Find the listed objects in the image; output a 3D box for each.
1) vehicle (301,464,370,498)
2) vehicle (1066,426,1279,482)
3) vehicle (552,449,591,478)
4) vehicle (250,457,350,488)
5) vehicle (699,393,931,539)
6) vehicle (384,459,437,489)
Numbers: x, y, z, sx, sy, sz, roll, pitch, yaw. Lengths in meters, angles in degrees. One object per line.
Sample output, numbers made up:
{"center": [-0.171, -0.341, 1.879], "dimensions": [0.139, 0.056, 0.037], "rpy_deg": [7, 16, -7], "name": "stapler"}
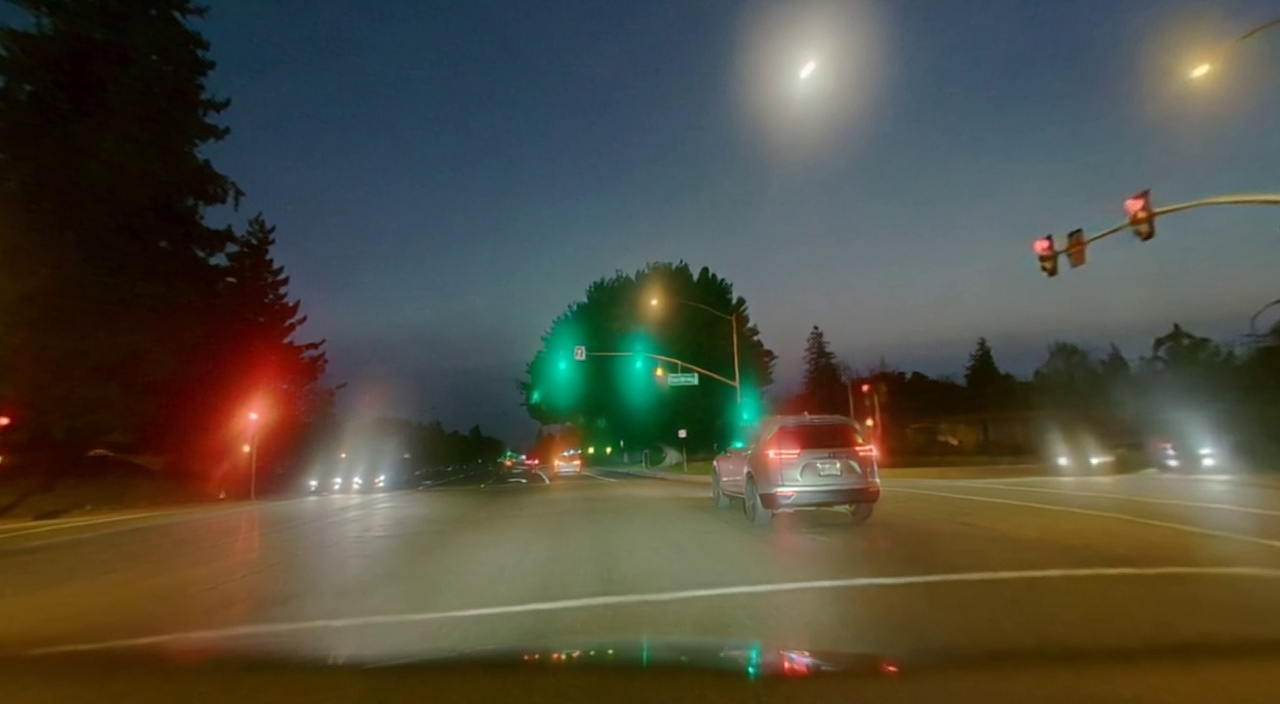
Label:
{"center": [-16.552, 7.005, 34.516], "dimensions": [1.955, 1.509, 4.640], "rpy_deg": [-3, -9, -6], "name": "vehicle"}
{"center": [15.137, 2.911, 18.075], "dimensions": [4.413, 1.449, 1.963], "rpy_deg": [0, -8, -3], "name": "vehicle"}
{"center": [-4.547, 7.278, 41.337], "dimensions": [2.138, 1.729, 4.178], "rpy_deg": [1, -8, -11], "name": "vehicle"}
{"center": [-24.023, 8.550, 44.819], "dimensions": [5.734, 1.950, 2.287], "rpy_deg": [1, -8, -10], "name": "vehicle"}
{"center": [2.803, 2.036, 11.932], "dimensions": [2.338, 2.063, 5.592], "rpy_deg": [0, -8, -5], "name": "vehicle"}
{"center": [-13.584, 7.220, 37.597], "dimensions": [2.035, 1.475, 4.639], "rpy_deg": [0, -8, -8], "name": "vehicle"}
